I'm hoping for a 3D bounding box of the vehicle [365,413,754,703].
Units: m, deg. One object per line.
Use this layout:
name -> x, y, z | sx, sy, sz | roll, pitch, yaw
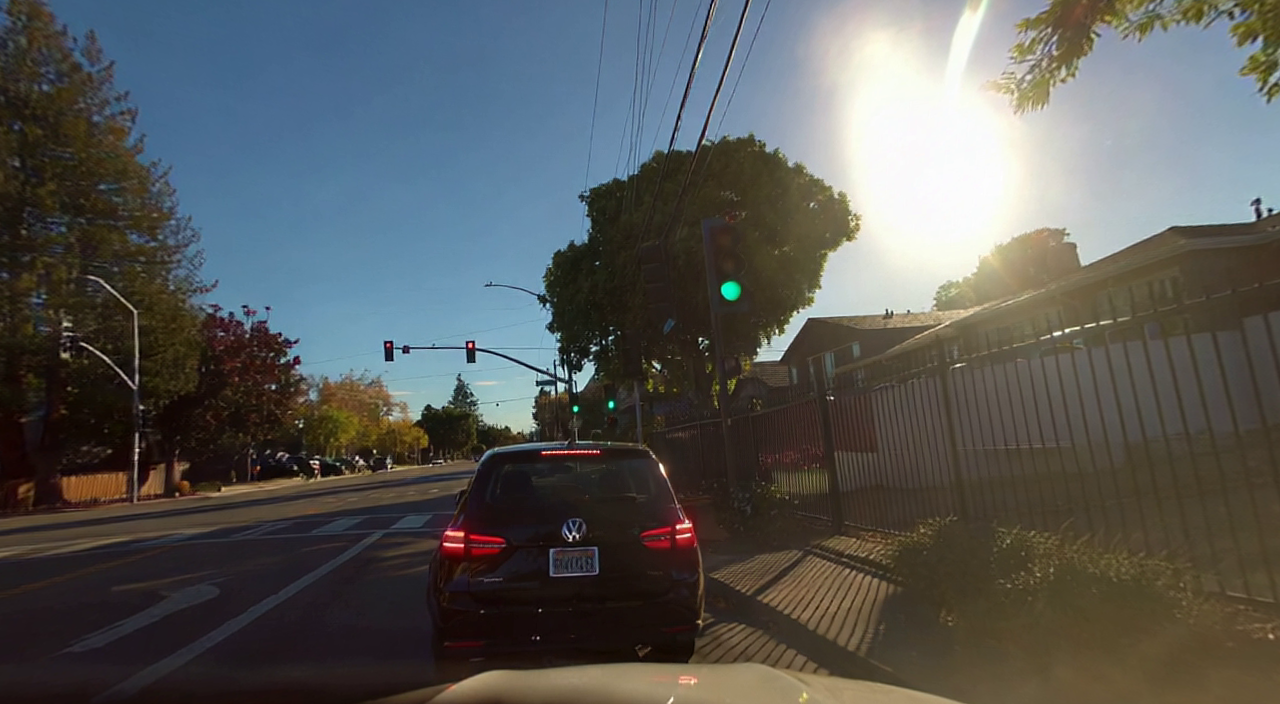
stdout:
vehicle -> -0.665, 1.359, 5.229 | 2.024, 1.502, 3.702 | 1, -9, -9
